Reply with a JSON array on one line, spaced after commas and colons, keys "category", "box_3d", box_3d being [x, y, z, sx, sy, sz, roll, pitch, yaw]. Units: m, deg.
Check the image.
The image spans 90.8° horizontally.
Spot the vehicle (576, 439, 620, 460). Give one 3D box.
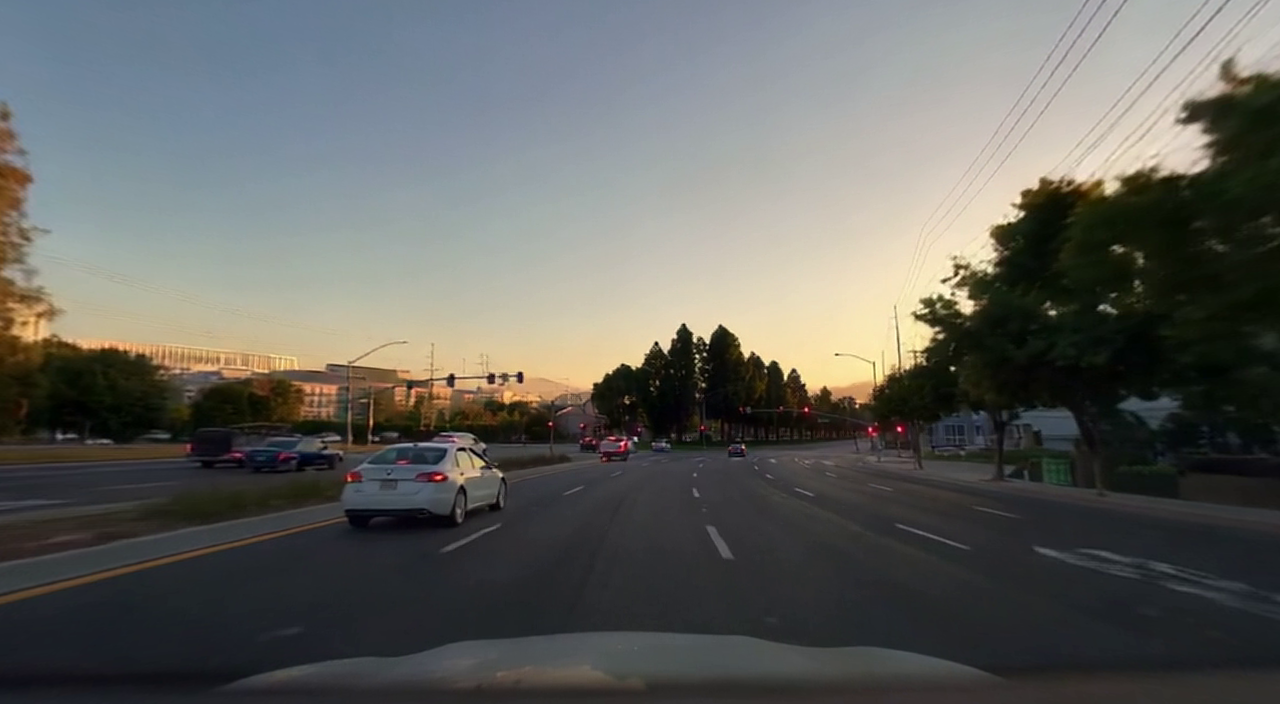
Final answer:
[{"category": "vehicle", "box_3d": [-3.142, 7.503, 48.514, 2.080, 1.495, 5.242, -2, -9, 12]}]

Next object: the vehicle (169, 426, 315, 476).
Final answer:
[{"category": "vehicle", "box_3d": [-13.146, 3.312, 21.251, 1.984, 1.488, 4.258, -1, -9, 3]}]

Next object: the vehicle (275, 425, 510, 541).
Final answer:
[{"category": "vehicle", "box_3d": [-3.600, 1.988, 10.202, 1.934, 1.463, 4.220, 0, -9, 2]}]
